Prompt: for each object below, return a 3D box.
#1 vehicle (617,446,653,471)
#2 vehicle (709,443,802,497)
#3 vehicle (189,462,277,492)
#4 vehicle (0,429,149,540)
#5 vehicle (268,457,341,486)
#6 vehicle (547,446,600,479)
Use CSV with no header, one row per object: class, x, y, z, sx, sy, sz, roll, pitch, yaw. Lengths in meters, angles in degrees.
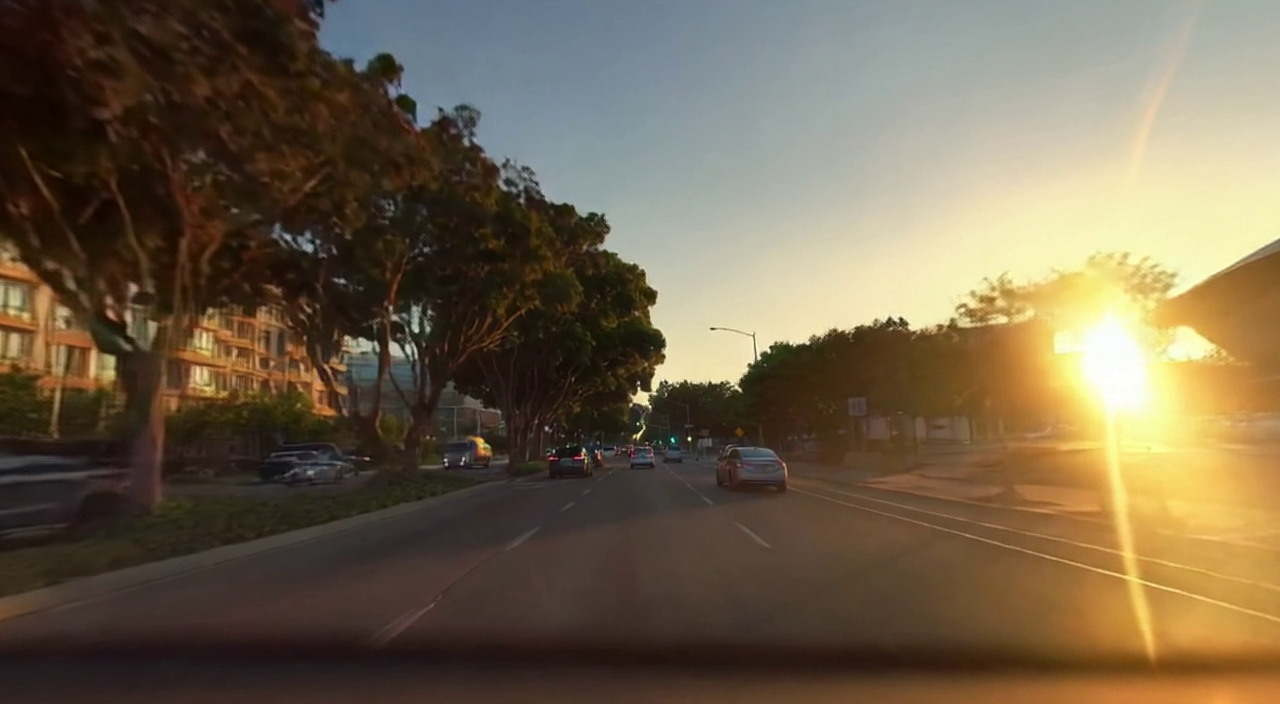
vehicle,-0.320,6.676,39.696,2.101,1.480,3.929,0,-9,-1
vehicle,3.475,3.640,19.931,1.990,1.486,4.431,0,-9,-2
vehicle,-22.565,6.928,35.193,1.801,1.467,4.723,0,-9,0
vehicle,-12.422,2.397,11.441,2.296,1.941,5.816,-1,-9,0
vehicle,-19.061,6.785,36.048,1.924,1.493,4.006,0,-9,0
vehicle,-3.155,5.358,30.849,2.082,1.467,4.379,0,-9,0
